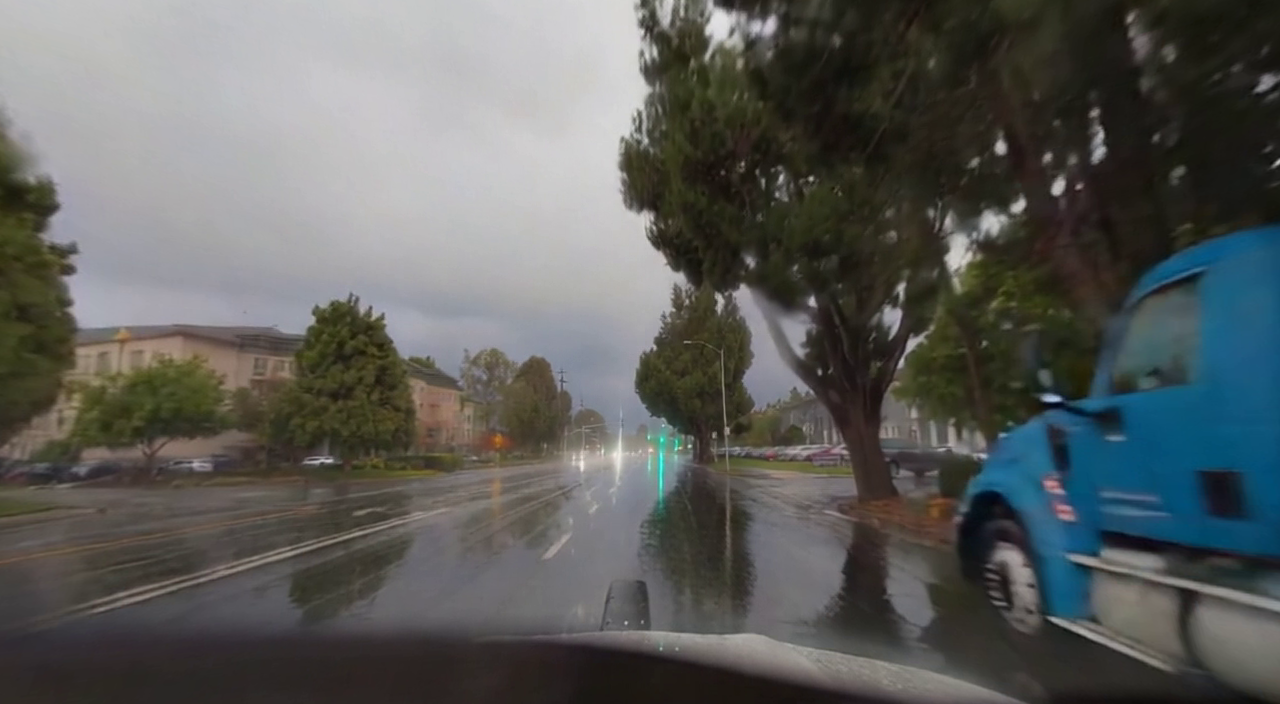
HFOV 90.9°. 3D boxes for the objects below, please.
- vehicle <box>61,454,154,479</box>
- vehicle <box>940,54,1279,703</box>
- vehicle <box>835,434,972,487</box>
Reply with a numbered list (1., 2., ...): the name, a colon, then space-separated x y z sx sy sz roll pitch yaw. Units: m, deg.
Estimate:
1. vehicle: -38.094 8.190 45.183 4.916 1.542 1.934 -2 -8 -1
2. vehicle: 3.723 0.294 1.833 2.698 2.863 6.317 4 -9 1
3. vehicle: 10.271 4.192 24.635 4.655 1.828 2.223 3 -9 -24
